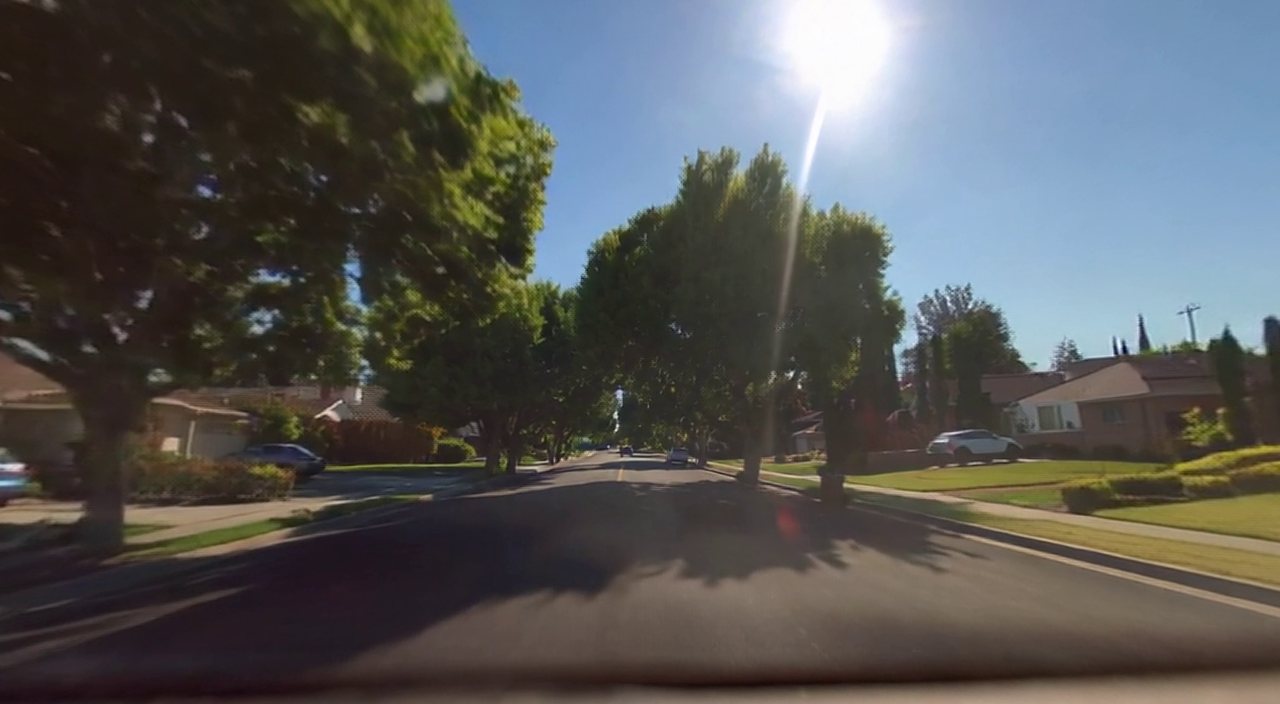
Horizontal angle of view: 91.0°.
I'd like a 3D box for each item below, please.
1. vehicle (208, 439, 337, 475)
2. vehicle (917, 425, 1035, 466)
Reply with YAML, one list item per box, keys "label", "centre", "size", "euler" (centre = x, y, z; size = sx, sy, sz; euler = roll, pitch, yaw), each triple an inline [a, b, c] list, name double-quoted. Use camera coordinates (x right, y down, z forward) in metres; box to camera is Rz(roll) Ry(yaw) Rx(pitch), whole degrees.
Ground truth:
- label: "vehicle"
  centre: [-16.015, 4.606, 27.620]
  size: [4.351, 1.474, 2.015]
  euler: [0, -9, -2]
- label: "vehicle"
  centre: [15.101, 4.186, 28.340]
  size: [4.468, 1.728, 2.135]
  euler: [3, -9, -20]
